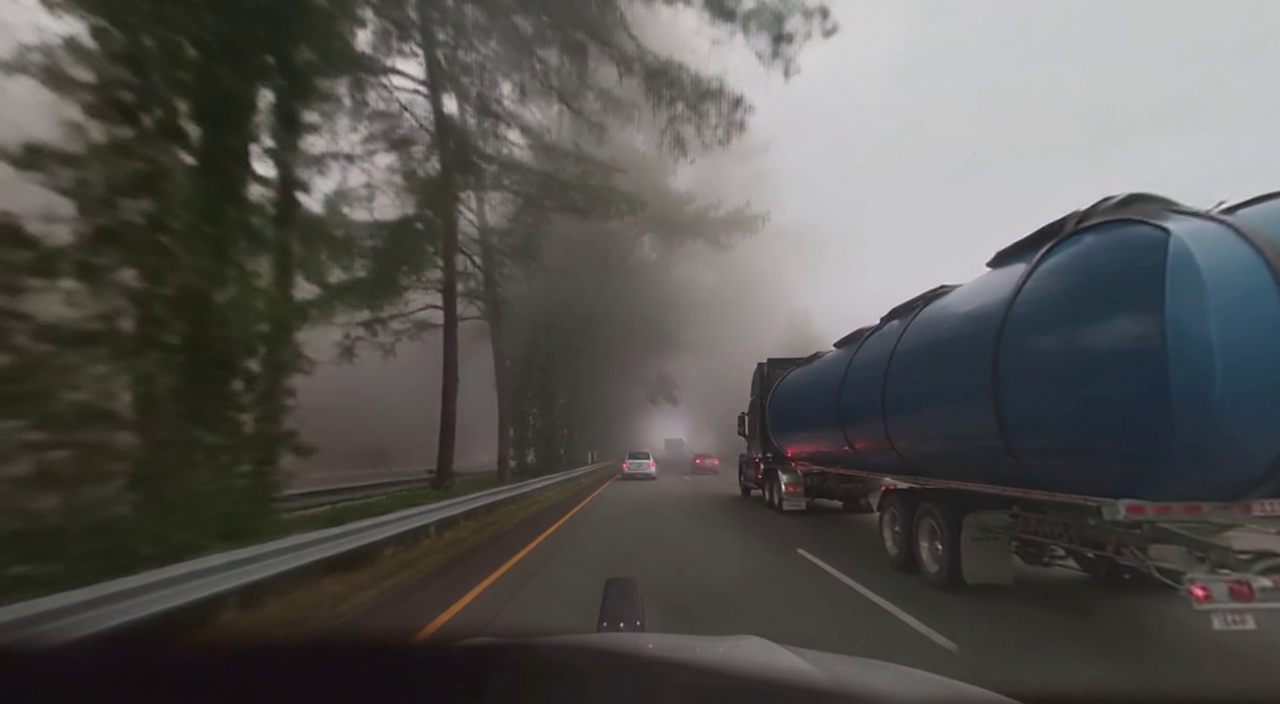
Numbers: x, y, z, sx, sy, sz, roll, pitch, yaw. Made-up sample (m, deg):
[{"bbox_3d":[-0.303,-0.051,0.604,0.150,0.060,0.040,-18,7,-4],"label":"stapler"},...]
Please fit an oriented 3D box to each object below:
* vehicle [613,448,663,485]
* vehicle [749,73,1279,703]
[{"bbox_3d":[-0.092,4.926,27.480,2.003,1.490,3.636,0,-9,0],"label":"vehicle"},{"bbox_3d":[3.962,1.002,9.081,2.694,3.453,11.641,0,-9,0],"label":"vehicle"}]
